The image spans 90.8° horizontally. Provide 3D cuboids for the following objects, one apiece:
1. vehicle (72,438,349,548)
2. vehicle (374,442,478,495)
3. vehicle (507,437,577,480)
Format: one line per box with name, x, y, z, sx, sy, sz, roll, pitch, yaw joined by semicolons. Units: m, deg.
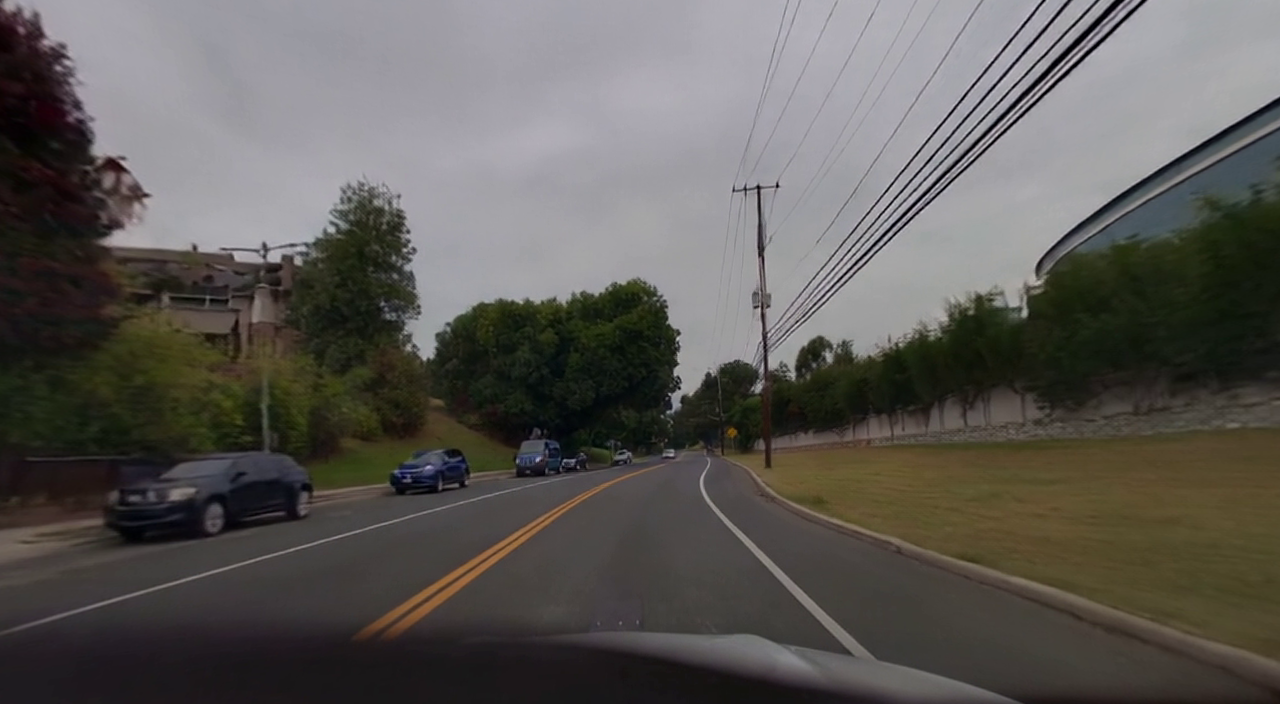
vehicle;-7.438;2.523;11.663;1.840;1.523;4.333;2;-11;3
vehicle;-6.975;3.914;21.048;1.927;1.542;3.886;-2;-11;3
vehicle;-5.238;5.777;34.569;2.295;1.989;5.055;-6;-10;8
